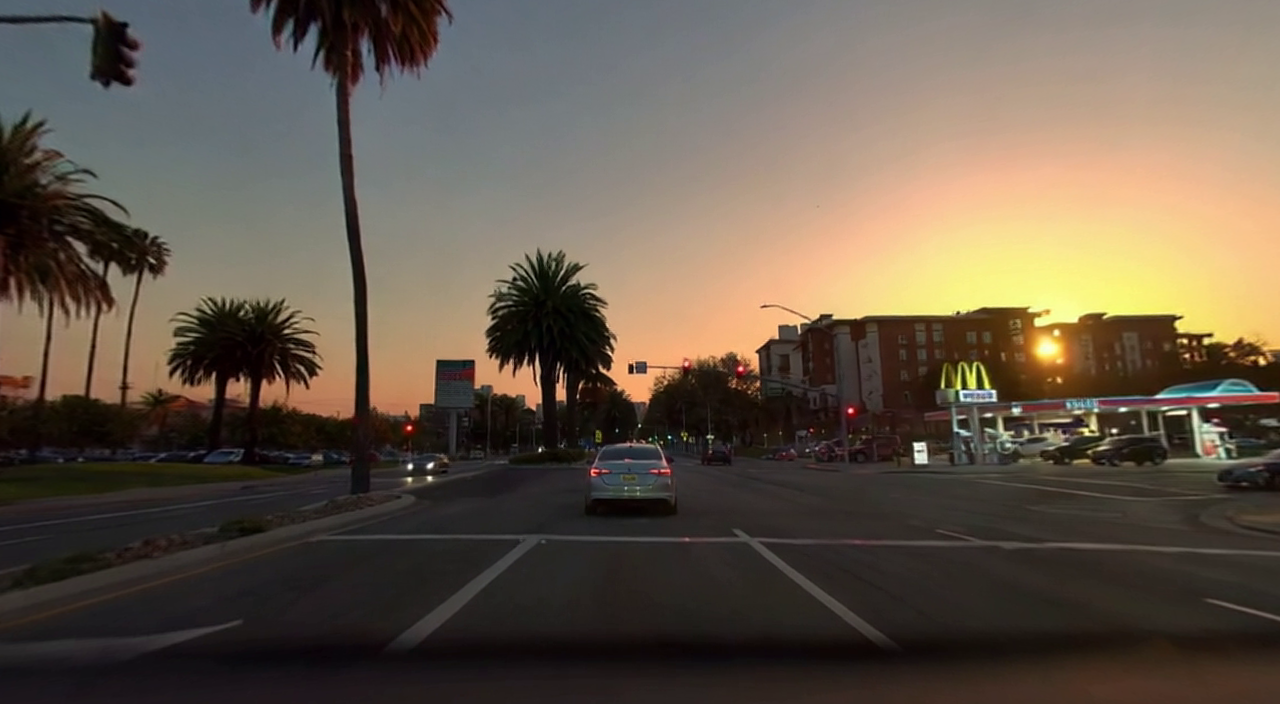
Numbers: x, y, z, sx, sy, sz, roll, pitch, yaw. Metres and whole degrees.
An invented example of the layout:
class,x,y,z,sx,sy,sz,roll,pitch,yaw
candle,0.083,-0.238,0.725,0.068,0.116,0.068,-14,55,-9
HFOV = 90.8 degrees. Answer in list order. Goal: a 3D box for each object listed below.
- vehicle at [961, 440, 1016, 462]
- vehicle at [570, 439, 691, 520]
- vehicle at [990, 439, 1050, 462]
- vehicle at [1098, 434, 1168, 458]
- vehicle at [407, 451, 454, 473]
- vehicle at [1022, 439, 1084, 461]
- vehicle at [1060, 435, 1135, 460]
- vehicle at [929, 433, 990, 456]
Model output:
class,x,y,z,sx,sy,sz,roll,pitch,yaw
vehicle,24.441,6.941,44.466,1.738,1.462,3.609,0,-8,-1
vehicle,-0.167,2.731,14.145,2.270,1.475,4.571,0,-8,0
vehicle,26.509,6.887,44.227,1.923,1.501,3.849,-1,-8,2
vehicle,34.561,6.605,44.413,1.824,1.643,3.789,0,-8,-1
vehicle,-15.499,8.111,46.967,1.896,1.508,4.659,0,-8,-1
vehicle,28.975,6.882,44.452,1.848,1.467,3.941,-1,-8,3
vehicle,31.934,6.696,44.282,1.903,1.630,4.320,0,-8,-1
vehicle,24.736,7.168,49.035,3.783,1.560,1.853,-5,-10,14
